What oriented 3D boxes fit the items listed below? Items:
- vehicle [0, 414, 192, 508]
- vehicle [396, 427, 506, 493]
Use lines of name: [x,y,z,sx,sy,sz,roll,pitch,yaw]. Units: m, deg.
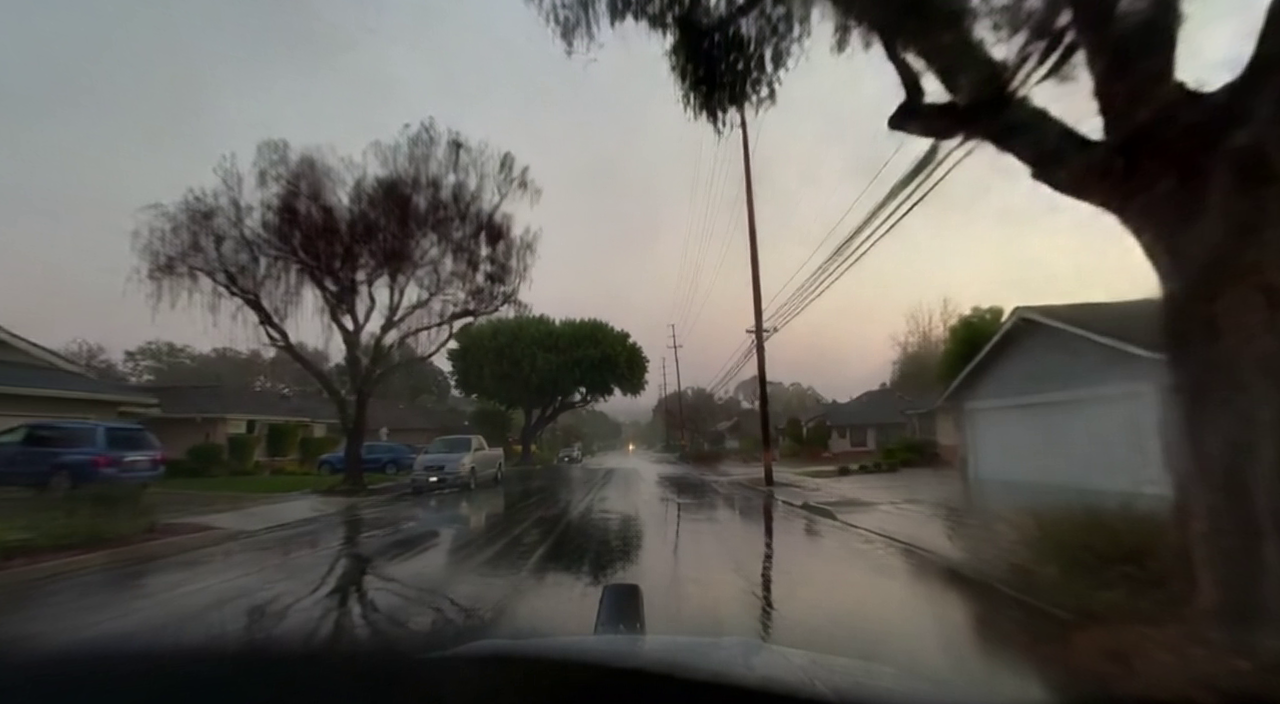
vehicle: [-13.771,2.499,14.634,5.033,1.997,2.126,0,-9,-2]
vehicle: [-7.148,4.230,24.811,2.739,2.164,6.065,-1,-9,-3]
